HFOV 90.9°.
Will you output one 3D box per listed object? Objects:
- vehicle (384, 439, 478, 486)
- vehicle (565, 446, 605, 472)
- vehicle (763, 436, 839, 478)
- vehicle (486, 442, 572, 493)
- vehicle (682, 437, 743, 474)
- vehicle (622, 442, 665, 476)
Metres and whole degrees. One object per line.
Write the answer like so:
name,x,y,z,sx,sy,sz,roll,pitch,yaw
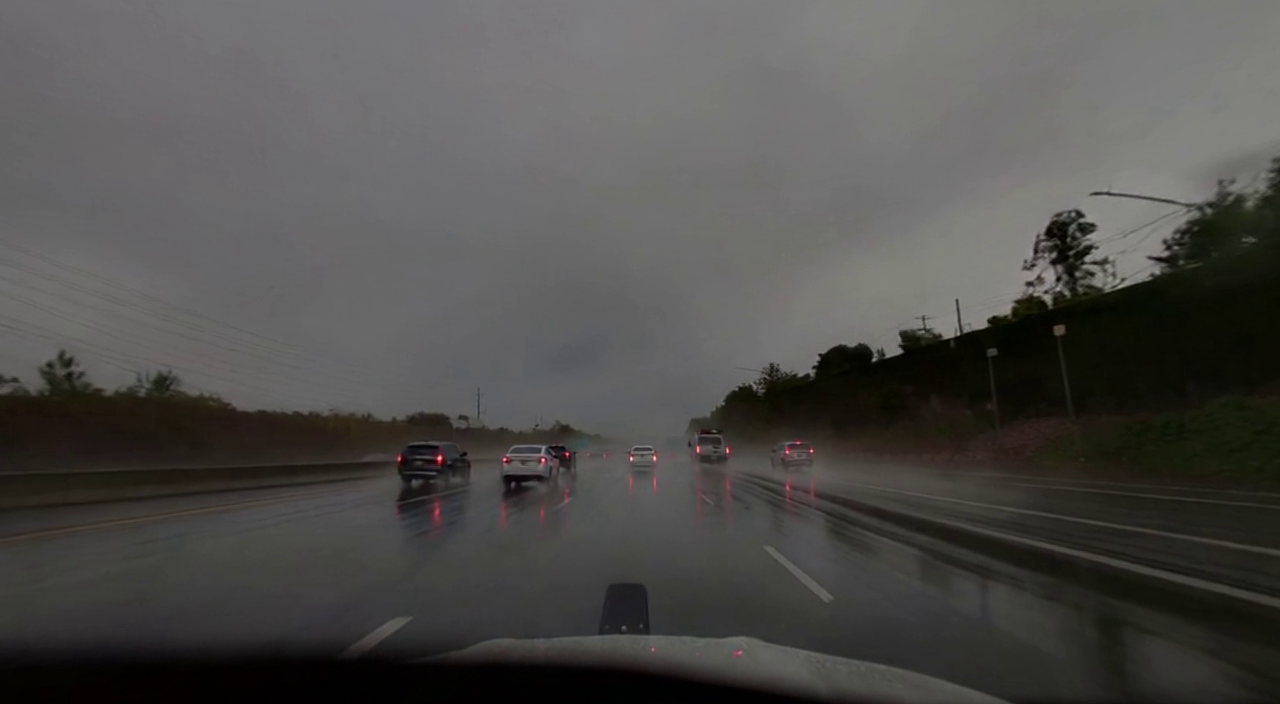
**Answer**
vehicle,-7.647,4.085,23.564,1.961,1.562,4.301,0,-9,2
vehicle,-3.391,6.687,39.651,1.987,1.466,4.341,0,-9,1
vehicle,7.750,5.112,31.021,2.304,1.840,5.706,0,-9,1
vehicle,-3.463,3.687,20.526,1.970,1.483,4.071,0,-9,1
vehicle,3.993,5.851,35.890,2.777,1.895,5.710,0,-9,0
vehicle,0.158,5.598,33.187,2.115,1.617,4.102,0,-9,0
